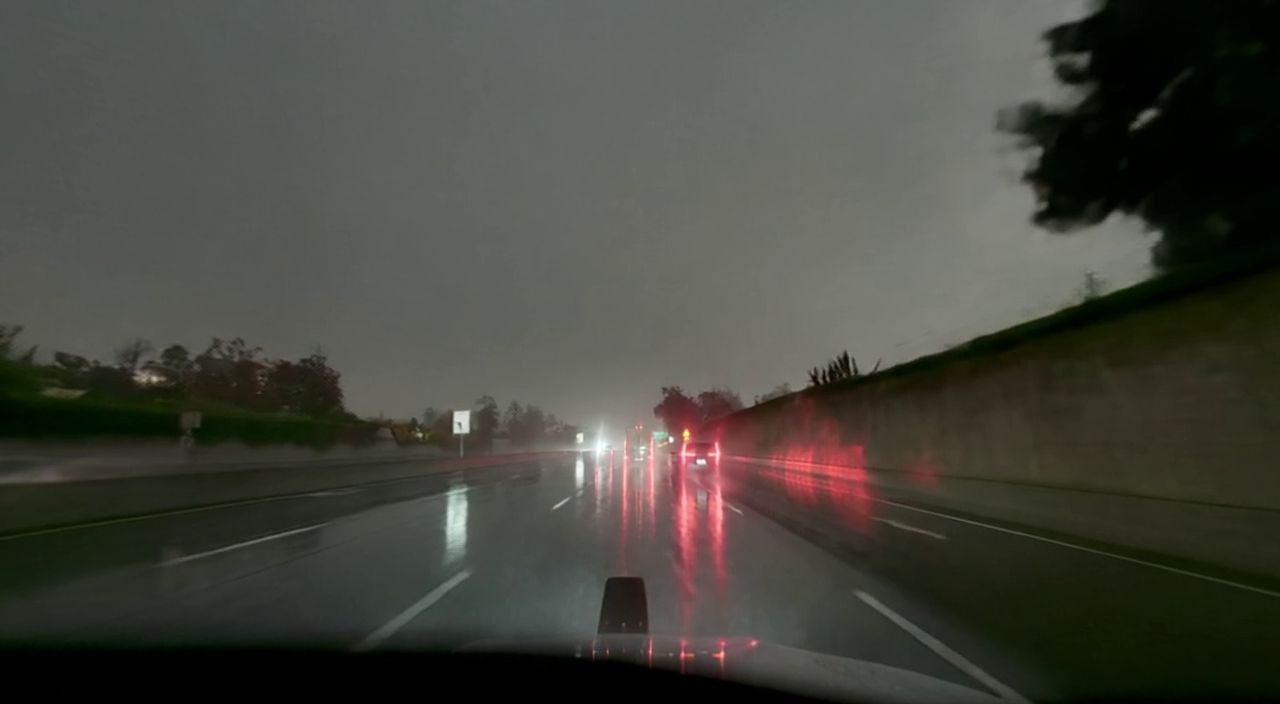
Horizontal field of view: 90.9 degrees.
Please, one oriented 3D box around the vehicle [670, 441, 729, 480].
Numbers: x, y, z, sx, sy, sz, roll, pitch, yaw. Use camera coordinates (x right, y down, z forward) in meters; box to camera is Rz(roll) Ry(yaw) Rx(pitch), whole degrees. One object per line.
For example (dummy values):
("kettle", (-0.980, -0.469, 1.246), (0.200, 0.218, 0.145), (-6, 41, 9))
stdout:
("vehicle", (2.456, 4.610, 27.052), (1.973, 1.536, 4.337), (0, -9, -2))
